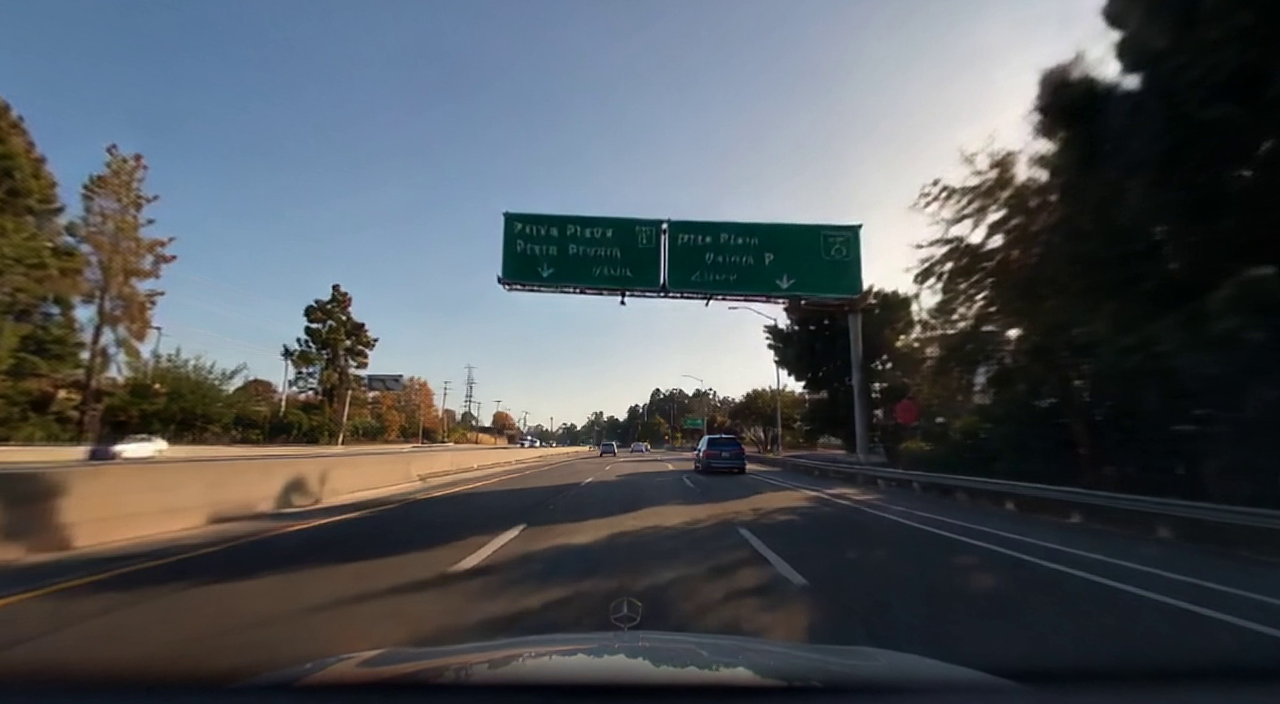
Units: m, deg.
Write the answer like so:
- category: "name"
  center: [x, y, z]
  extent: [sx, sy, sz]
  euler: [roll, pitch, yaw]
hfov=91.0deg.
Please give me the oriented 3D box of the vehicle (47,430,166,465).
- category: "vehicle"
  center: [-24.911, 4.493, 29.594]
  extent: [1.784, 1.498, 3.962]
  euler: [-1, -9, 7]

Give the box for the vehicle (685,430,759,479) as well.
- category: "vehicle"
  center: [3.178, 4.143, 25.681]
  extent: [2.296, 1.790, 5.067]
  euler: [0, -8, -1]
